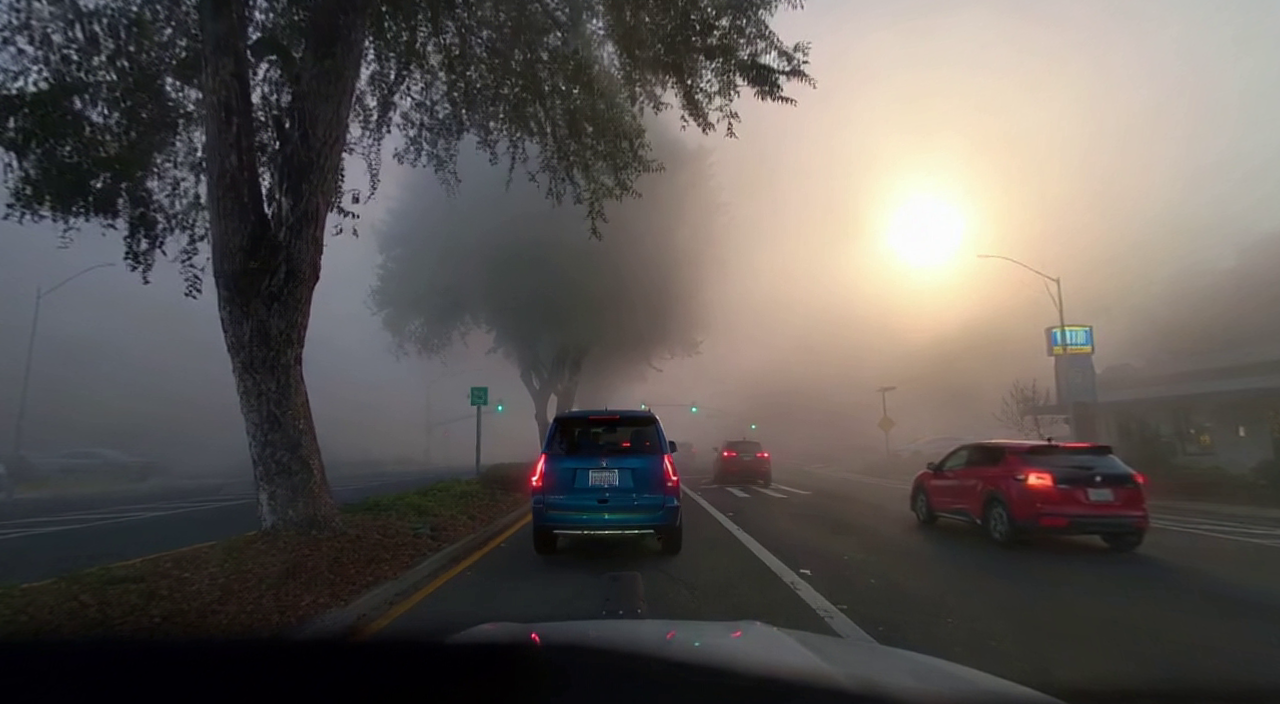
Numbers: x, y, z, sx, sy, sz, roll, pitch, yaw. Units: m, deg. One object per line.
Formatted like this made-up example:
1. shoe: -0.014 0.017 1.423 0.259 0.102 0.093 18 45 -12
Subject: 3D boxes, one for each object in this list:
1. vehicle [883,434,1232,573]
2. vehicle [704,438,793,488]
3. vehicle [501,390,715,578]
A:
1. vehicle: 5.432 1.993 9.223 1.930 1.478 4.643 0 -9 0
2. vehicle: 3.667 3.847 22.285 2.098 1.555 4.778 0 -9 -2
3. vehicle: -0.290 1.649 8.642 2.096 1.837 4.687 0 -9 1
